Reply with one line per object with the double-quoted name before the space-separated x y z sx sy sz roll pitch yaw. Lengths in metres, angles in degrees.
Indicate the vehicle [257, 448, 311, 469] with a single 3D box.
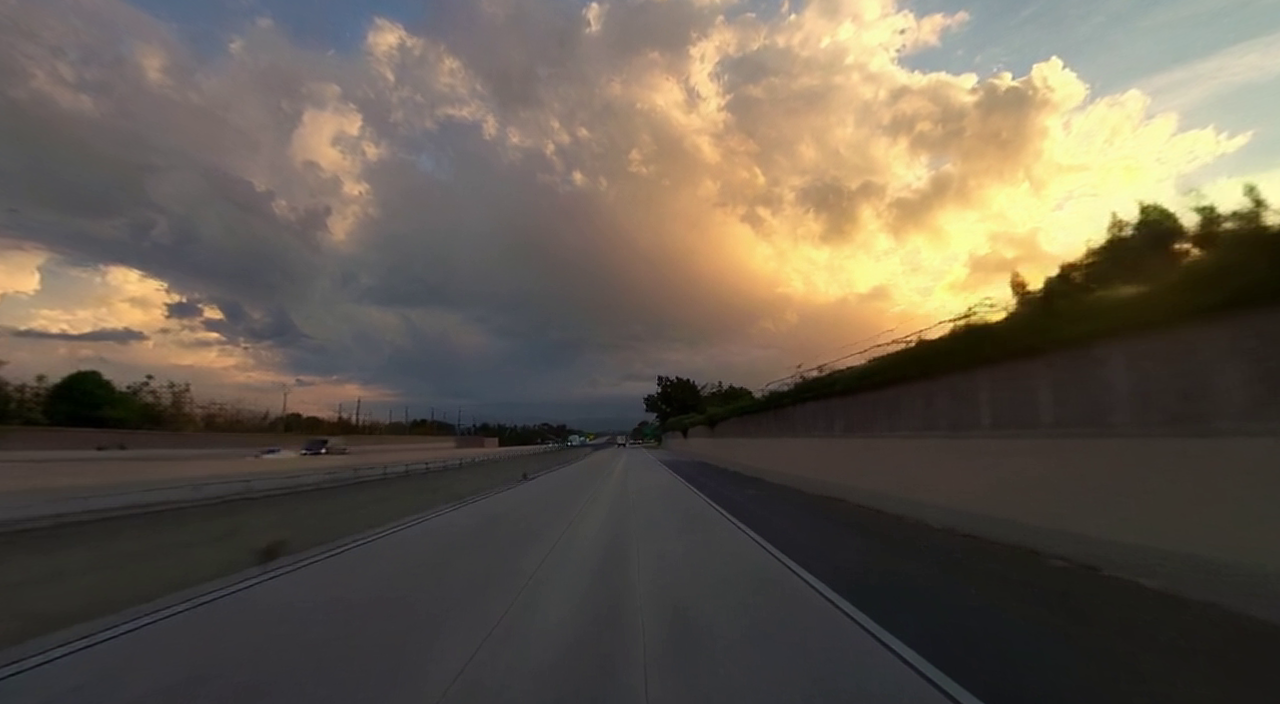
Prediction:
"vehicle" -26.585 7.938 47.113 1.812 1.467 4.539 0 -8 -6
